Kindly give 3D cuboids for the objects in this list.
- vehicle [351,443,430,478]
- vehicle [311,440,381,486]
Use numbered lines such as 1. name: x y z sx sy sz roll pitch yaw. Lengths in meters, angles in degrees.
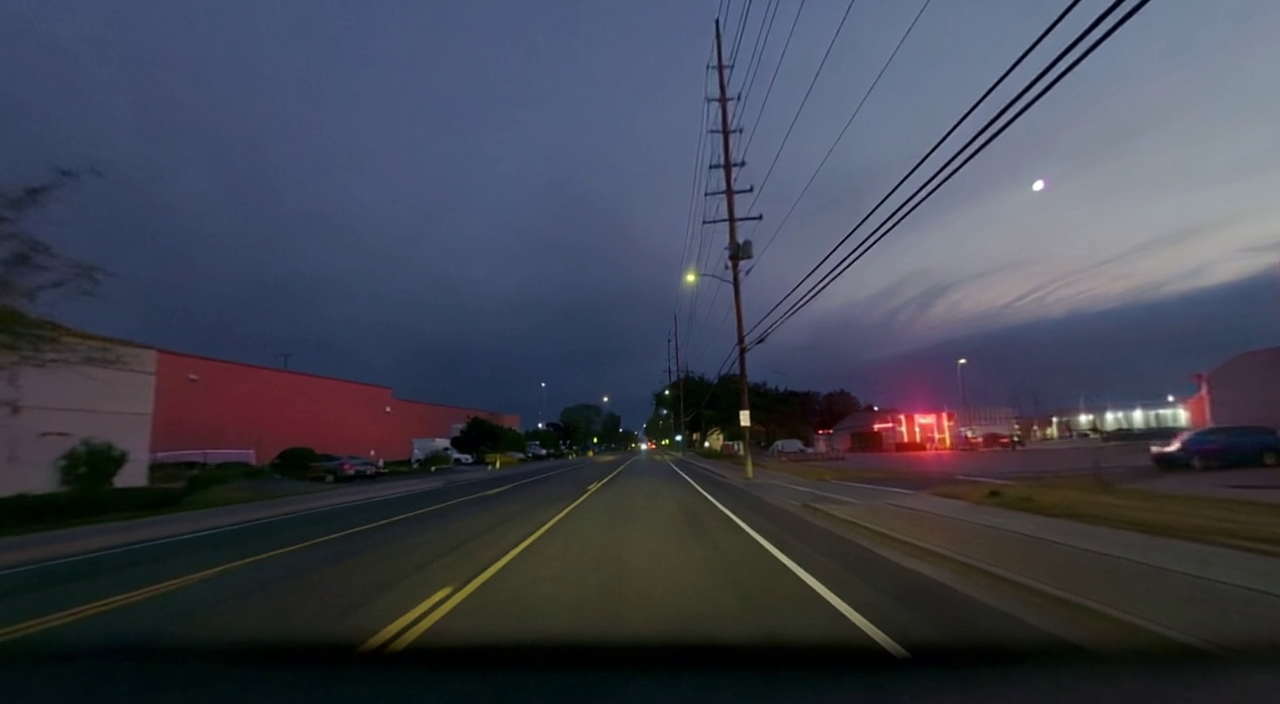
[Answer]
1. vehicle: -14.024 6.085 35.798 1.949 1.735 5.568 -2 -8 4
2. vehicle: -16.504 6.214 35.604 1.972 1.891 3.936 -1 0 2
